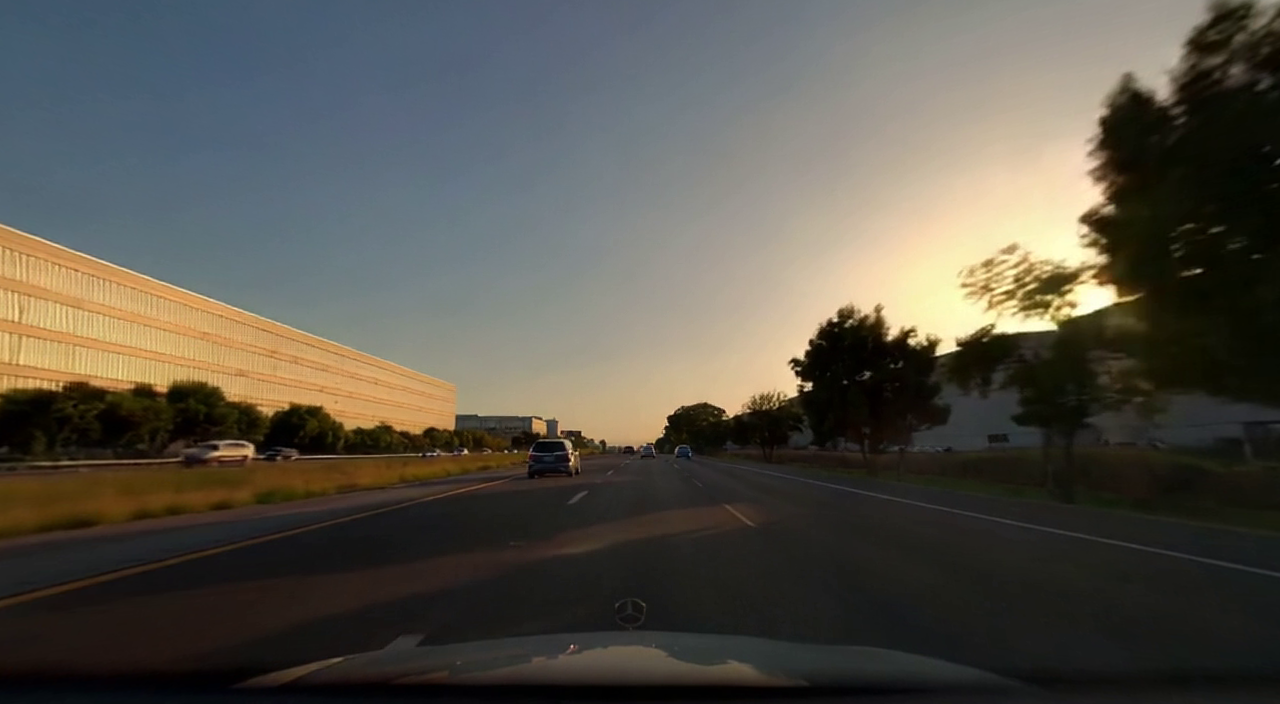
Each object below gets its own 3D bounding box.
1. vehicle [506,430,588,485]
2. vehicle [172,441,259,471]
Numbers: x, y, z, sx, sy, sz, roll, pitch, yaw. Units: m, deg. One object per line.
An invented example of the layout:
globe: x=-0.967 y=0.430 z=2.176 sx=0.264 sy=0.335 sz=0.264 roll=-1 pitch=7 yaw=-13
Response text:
vehicle: x=-3.401 y=4.003 z=24.163 sx=2.218 sy=1.850 sz=4.774 roll=0 pitch=-9 yaw=2
vehicle: x=-27.868 y=6.835 z=41.621 sx=2.075 sy=1.834 sz=5.135 roll=0 pitch=-9 yaw=0
